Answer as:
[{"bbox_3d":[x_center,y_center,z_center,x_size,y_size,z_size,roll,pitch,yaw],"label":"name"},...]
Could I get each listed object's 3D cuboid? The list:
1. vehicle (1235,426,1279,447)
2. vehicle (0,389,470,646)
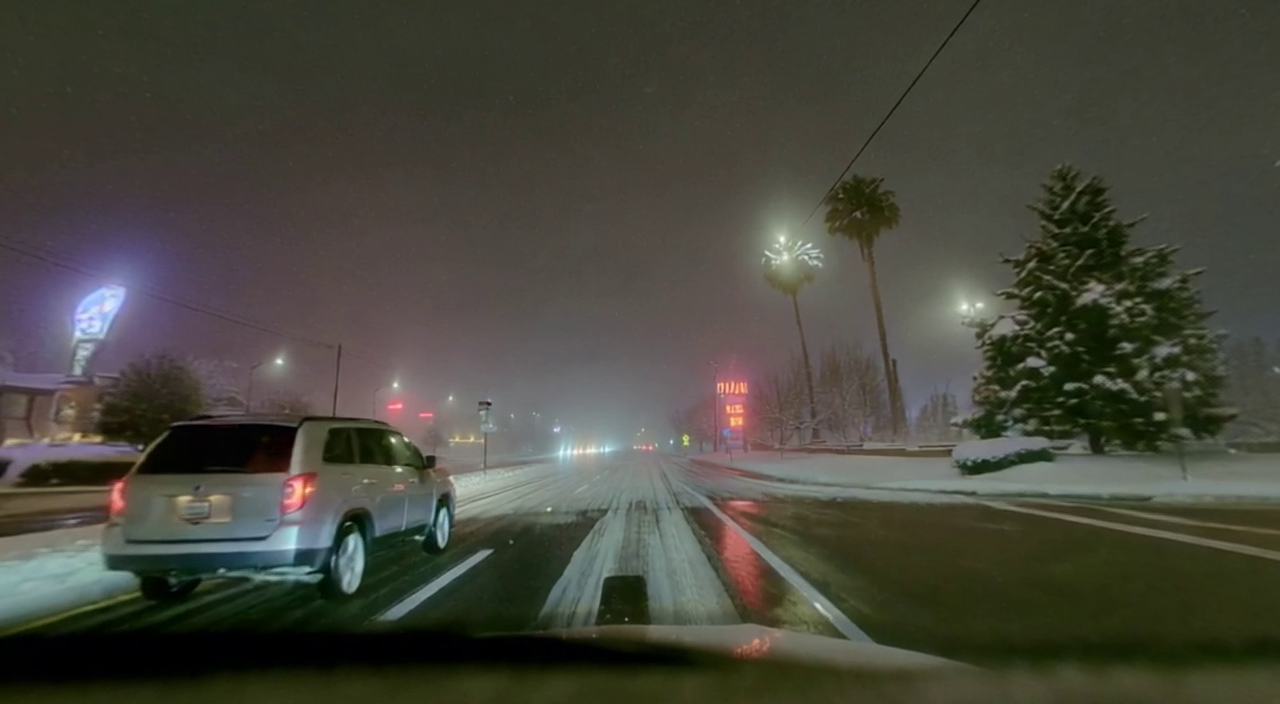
[{"bbox_3d":[49.312,6.594,49.188,1.892,1.570,3.898,8,-12,-41],"label":"vehicle"},{"bbox_3d":[-3.494,1.449,6.598,2.062,1.693,4.669,0,-9,1],"label":"vehicle"}]
